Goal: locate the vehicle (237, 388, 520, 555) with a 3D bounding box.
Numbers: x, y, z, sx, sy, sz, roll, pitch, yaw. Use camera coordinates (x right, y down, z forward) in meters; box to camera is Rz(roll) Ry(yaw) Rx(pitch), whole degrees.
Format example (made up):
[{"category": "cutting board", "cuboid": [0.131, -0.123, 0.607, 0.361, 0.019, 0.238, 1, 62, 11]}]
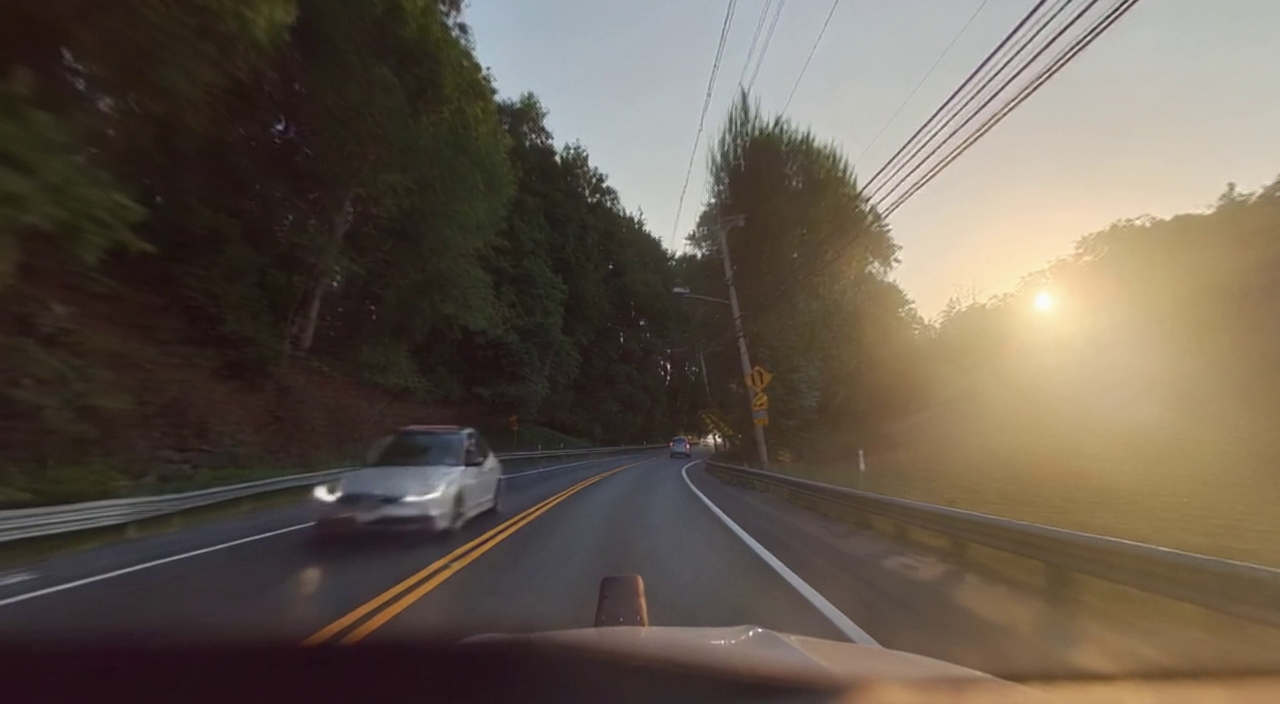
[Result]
[{"category": "vehicle", "cuboid": [-3.645, 1.822, 10.201, 2.343, 1.998, 4.973, -1, -9, 1]}]
